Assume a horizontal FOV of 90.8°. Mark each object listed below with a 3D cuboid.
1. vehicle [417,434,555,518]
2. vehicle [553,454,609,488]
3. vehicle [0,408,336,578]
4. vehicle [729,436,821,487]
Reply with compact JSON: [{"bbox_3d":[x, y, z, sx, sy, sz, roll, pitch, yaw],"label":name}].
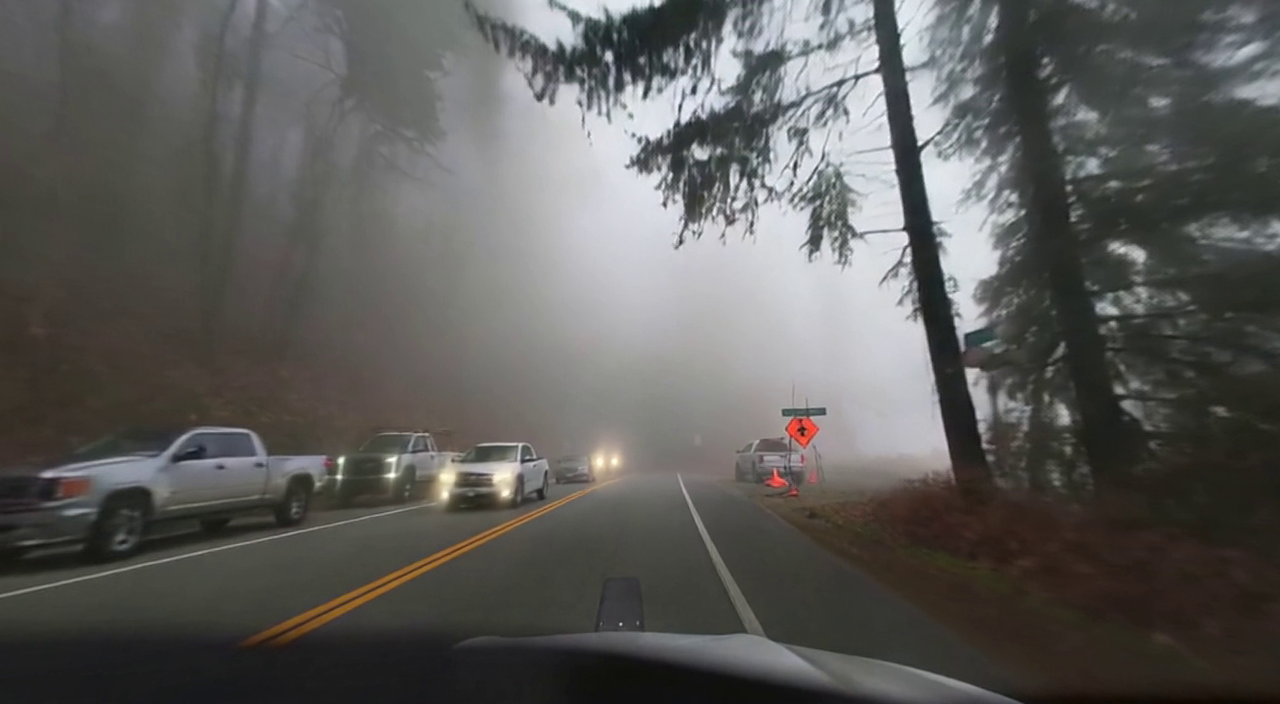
[{"bbox_3d":[-3.716,3.084,16.339,2.177,1.803,4.690,0,-8,3],"label":"vehicle"},{"bbox_3d":[-2.648,5.478,29.331,1.981,1.410,4.162,-1,-9,4],"label":"vehicle"},{"bbox_3d":[-7.635,2.060,10.315,2.266,1.944,5.854,0,-8,2],"label":"vehicle"},{"bbox_3d":[5.964,4.951,29.052,2.845,2.053,6.457,0,-8,0],"label":"vehicle"}]
